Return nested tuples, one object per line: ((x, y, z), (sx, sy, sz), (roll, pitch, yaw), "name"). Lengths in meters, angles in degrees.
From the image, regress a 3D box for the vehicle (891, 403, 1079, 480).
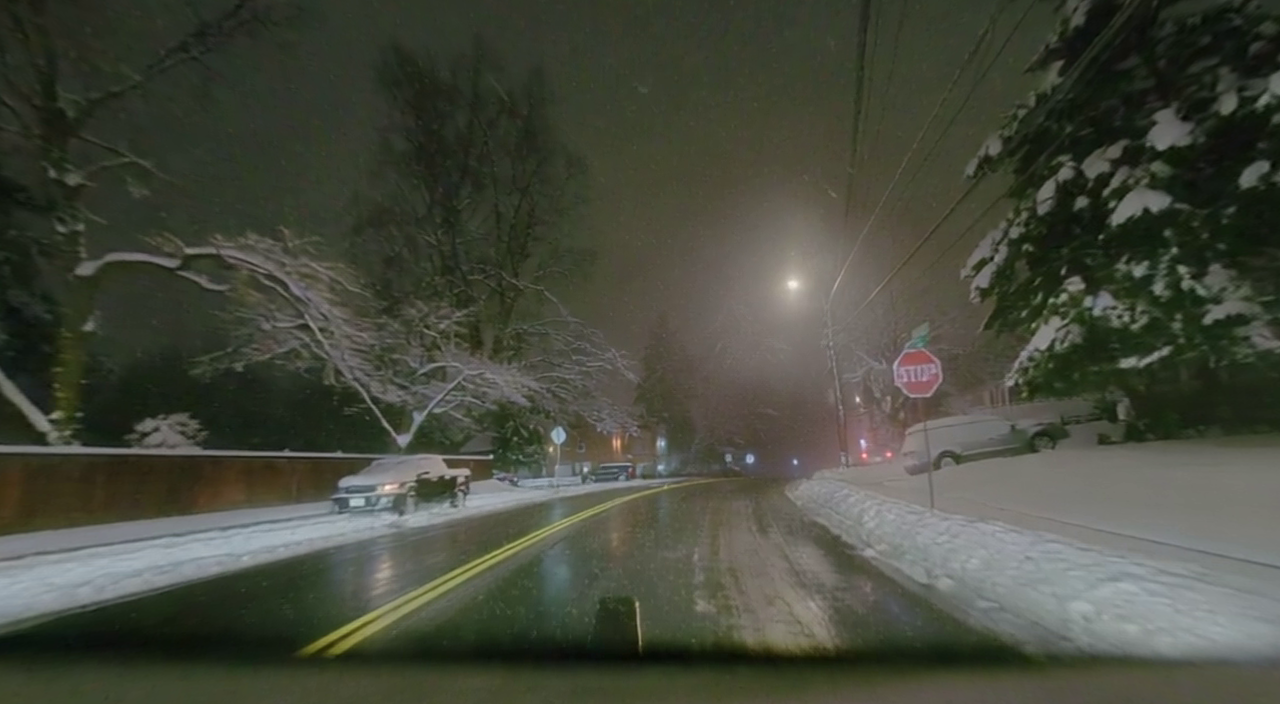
((11.071, 2.966, 20.624), (4.740, 1.638, 2.018), (-4, -24, 2), "vehicle")

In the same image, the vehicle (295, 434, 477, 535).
((-5.633, 3.239, 14.758), (1.963, 1.539, 4.210), (-3, -22, 8), "vehicle")

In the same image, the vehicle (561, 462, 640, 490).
((-2.997, 9.540, 48.568), (5.643, 1.759, 2.110), (-2, -19, 11), "vehicle")

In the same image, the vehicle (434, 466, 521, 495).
((-8.779, 6.969, 34.416), (4.175, 1.492, 1.845), (0, -11, 2), "vehicle")
